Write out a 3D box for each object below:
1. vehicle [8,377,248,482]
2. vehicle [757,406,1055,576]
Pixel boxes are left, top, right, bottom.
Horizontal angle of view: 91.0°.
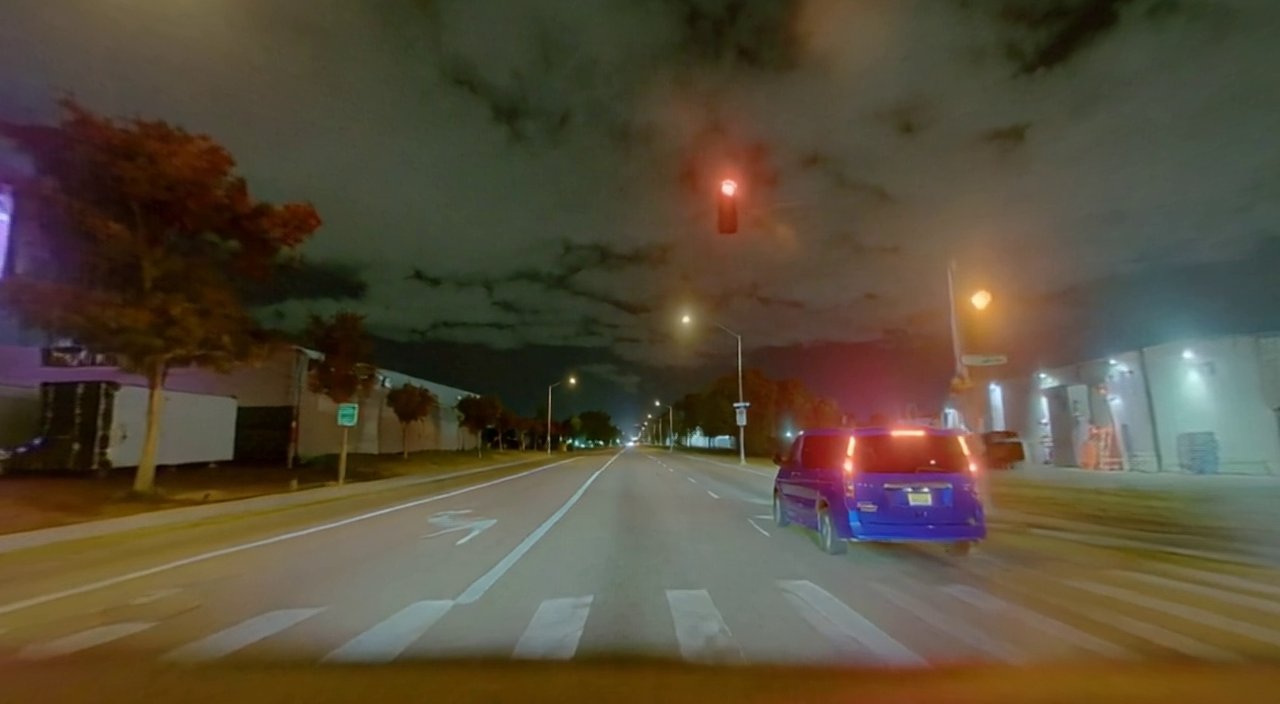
[{"bbox_3d":[-20.419,3.185,26.075,3.337,3.644,7.945,0,-7,-2],"label":"vehicle"},{"bbox_3d":[3.353,1.877,9.332,2.202,1.822,4.826,1,-9,-1],"label":"vehicle"}]
